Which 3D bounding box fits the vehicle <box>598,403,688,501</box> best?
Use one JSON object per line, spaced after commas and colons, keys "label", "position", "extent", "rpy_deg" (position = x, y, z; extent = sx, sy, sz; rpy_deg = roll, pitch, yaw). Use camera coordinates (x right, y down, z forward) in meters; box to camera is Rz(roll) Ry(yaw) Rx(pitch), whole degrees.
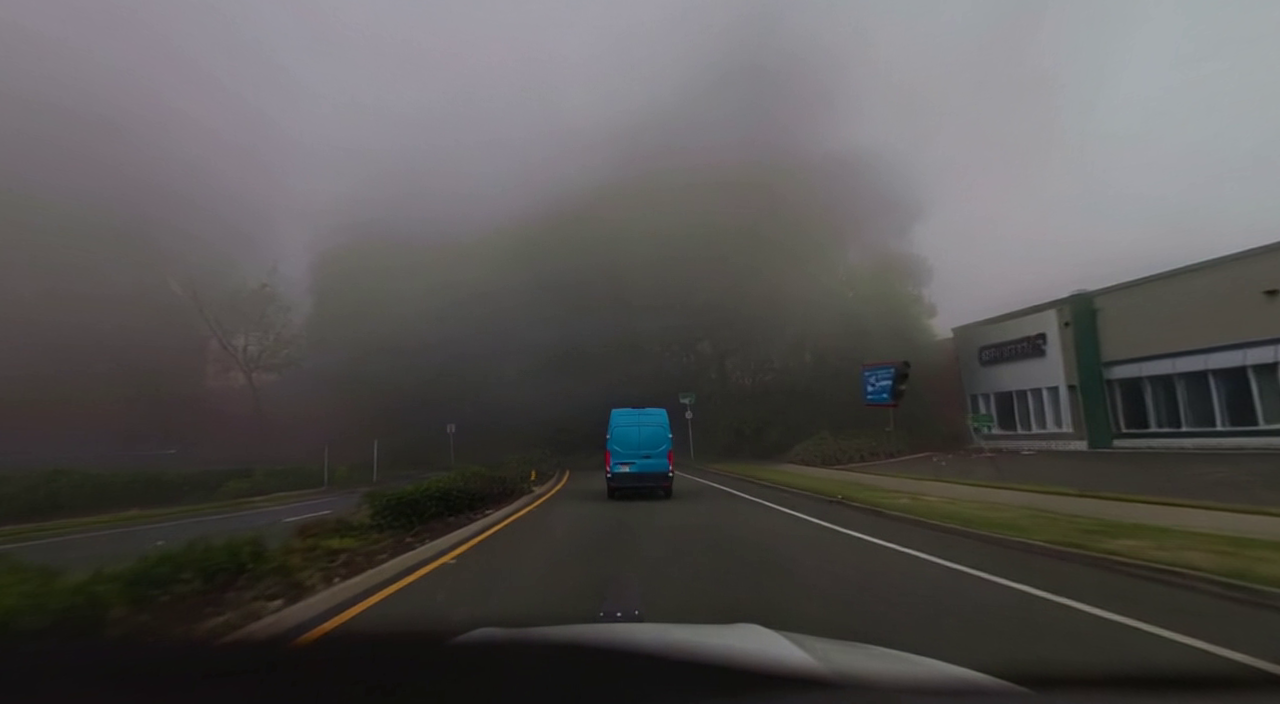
{"label": "vehicle", "position": [-0.050, 3.151, 19.937], "extent": [2.432, 2.624, 5.670], "rpy_deg": [0, -9, -3]}
